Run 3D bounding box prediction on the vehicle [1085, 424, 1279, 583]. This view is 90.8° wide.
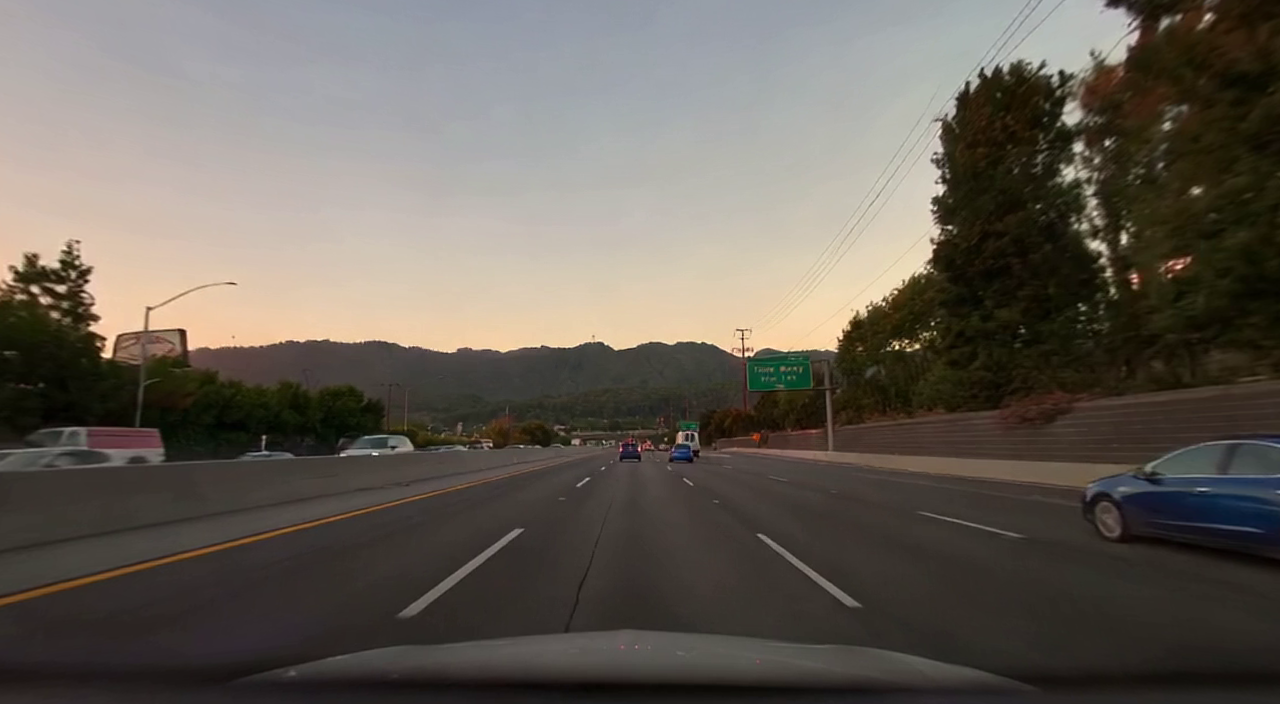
[{"bbox_3d":[7.081,1.440,6.050,2.111,1.482,4.734,0,-9,-1],"label":"vehicle"}]

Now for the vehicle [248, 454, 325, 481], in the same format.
[{"bbox_3d":[-21.459,7.011,38.588,2.063,1.474,4.684,0,-9,-1],"label":"vehicle"}]

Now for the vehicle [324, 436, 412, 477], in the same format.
[{"bbox_3d":[-13.790,5.336,32.495,2.181,1.941,5.247,0,-9,0],"label":"vehicle"}]

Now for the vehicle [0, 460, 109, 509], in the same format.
[{"bbox_3d":[-21.020,4.438,21.437,2.019,1.468,4.558,0,-9,0],"label":"vehicle"}]

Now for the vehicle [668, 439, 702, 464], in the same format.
[{"bbox_3d":[3.347,7.533,47.860,2.036,1.796,4.470,0,-9,-2],"label":"vehicle"}]

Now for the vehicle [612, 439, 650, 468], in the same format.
[{"bbox_3d":[-0.578,6.523,40.731,2.325,1.712,4.592,0,-9,0],"label":"vehicle"}]

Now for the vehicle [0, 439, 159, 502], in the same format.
[{"bbox_3d":[-25.344,5.015,27.428,3.257,2.357,7.209,0,-9,-1],"label":"vehicle"}]
